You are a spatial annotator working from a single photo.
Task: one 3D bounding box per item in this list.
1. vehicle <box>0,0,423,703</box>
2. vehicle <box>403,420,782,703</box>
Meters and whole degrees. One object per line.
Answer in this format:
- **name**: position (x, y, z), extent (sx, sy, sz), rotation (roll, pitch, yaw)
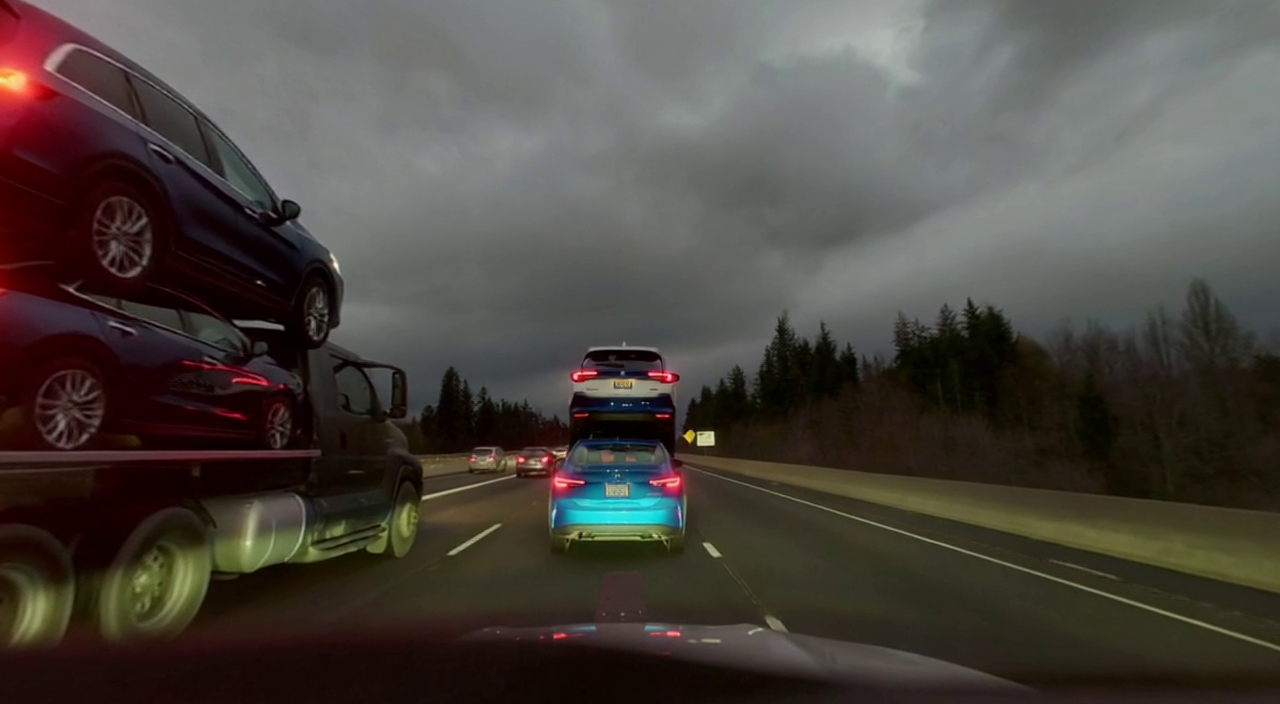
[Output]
- **vehicle**: position (-4.533, -0.269, 1.916), extent (2.836, 4.059, 14.286), rotation (0, -9, -1)
- **vehicle**: position (-0.271, 1.390, 5.108), extent (1.991, 1.507, 3.391), rotation (0, -9, -1)
